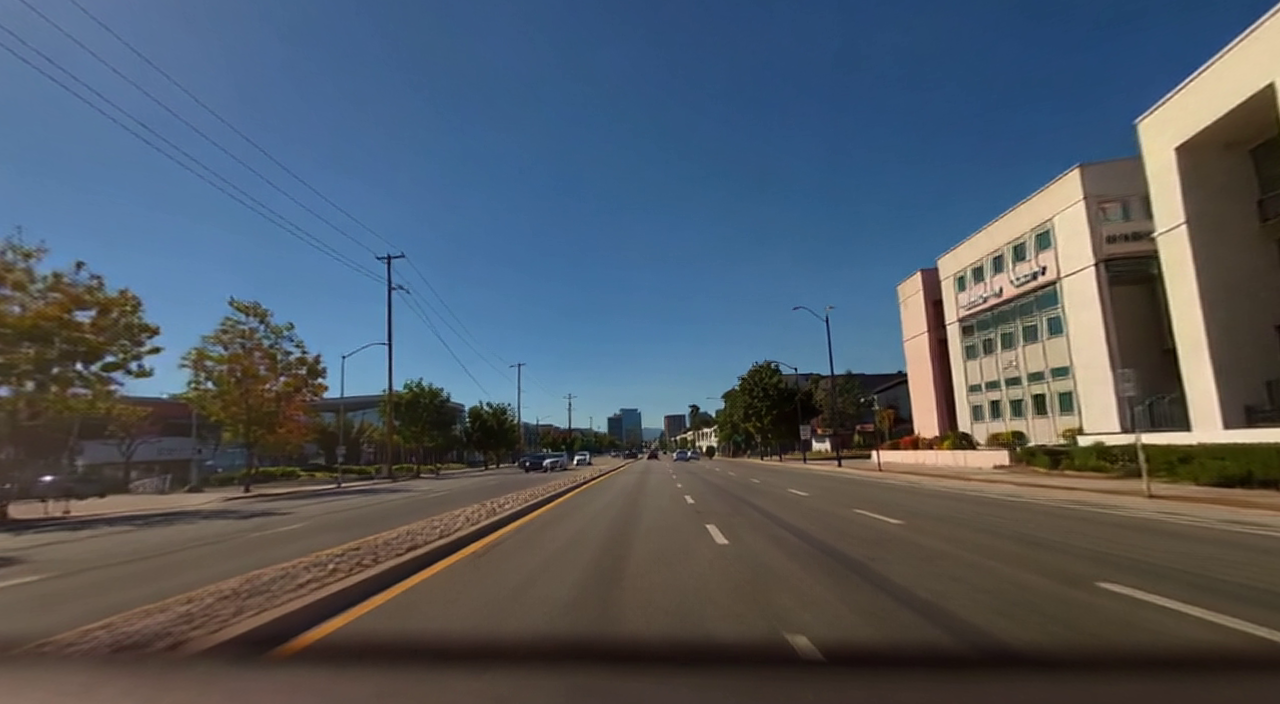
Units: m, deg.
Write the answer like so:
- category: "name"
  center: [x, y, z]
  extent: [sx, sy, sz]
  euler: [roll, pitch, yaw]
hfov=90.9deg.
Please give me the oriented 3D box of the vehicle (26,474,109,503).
- category: "vehicle"
  center: [-36.983, 8.799, 40.838]
  extent: [1.736, 1.540, 3.854]
  euler: [0, -8, 0]
